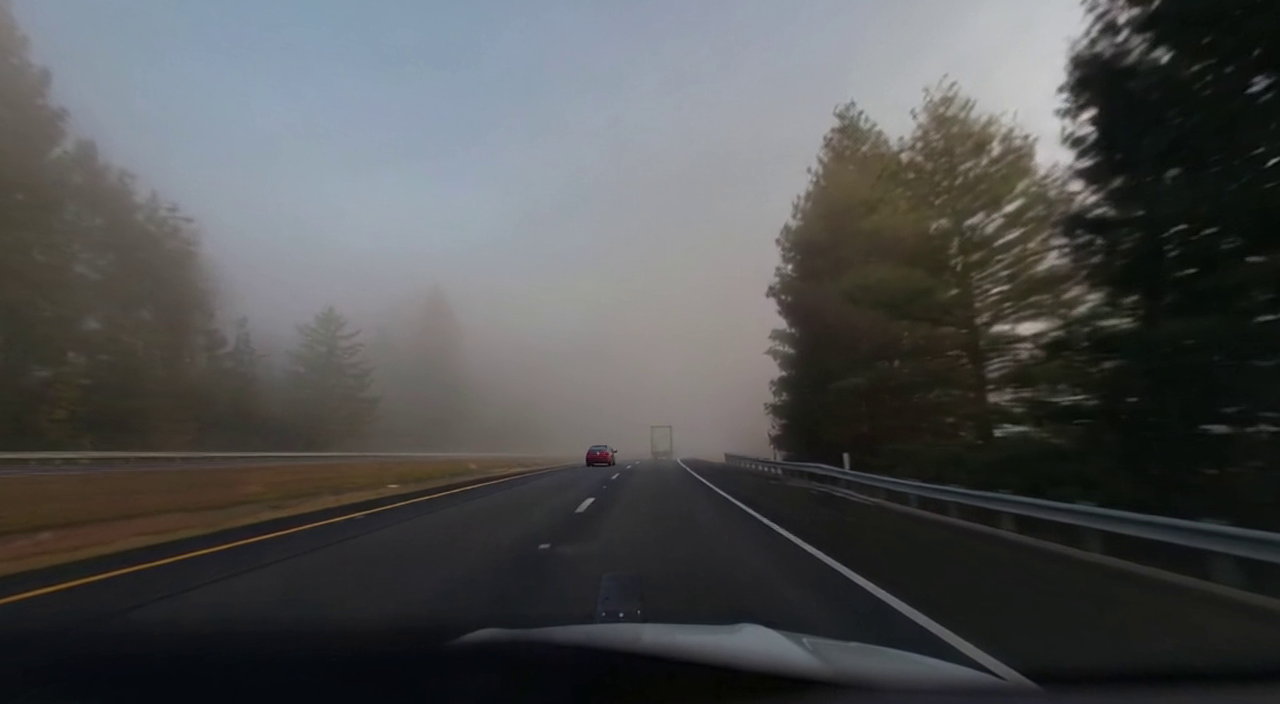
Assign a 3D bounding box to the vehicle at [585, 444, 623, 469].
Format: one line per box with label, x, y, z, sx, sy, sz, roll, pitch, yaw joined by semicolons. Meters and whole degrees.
vehicle;-2.315;6.842;41.377;2.199;1.555;4.451;0;-9;1
